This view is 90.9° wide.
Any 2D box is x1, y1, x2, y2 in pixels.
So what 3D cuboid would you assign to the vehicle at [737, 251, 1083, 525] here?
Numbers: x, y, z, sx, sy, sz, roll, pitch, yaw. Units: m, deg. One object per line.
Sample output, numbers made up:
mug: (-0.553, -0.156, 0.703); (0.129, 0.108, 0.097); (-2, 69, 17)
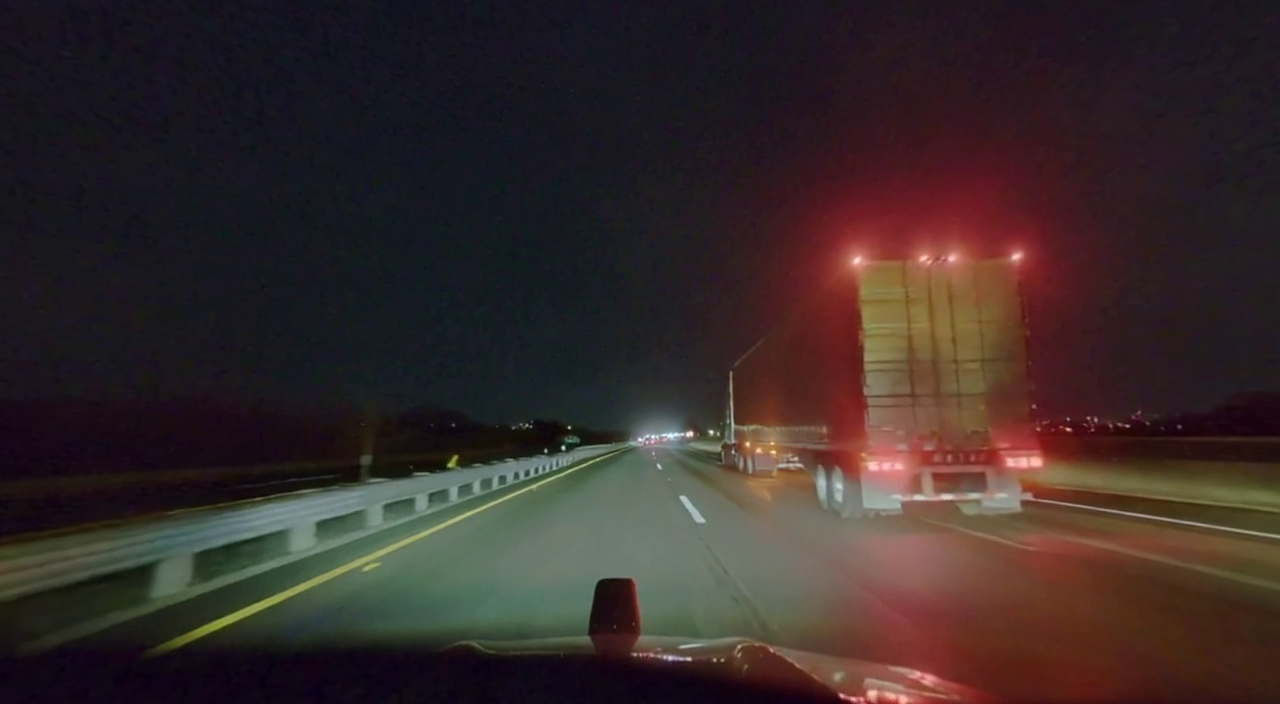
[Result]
vehicle: (4.963, 1.384, 16.034); (2.966, 4.072, 13.408); (0, -8, 0)
